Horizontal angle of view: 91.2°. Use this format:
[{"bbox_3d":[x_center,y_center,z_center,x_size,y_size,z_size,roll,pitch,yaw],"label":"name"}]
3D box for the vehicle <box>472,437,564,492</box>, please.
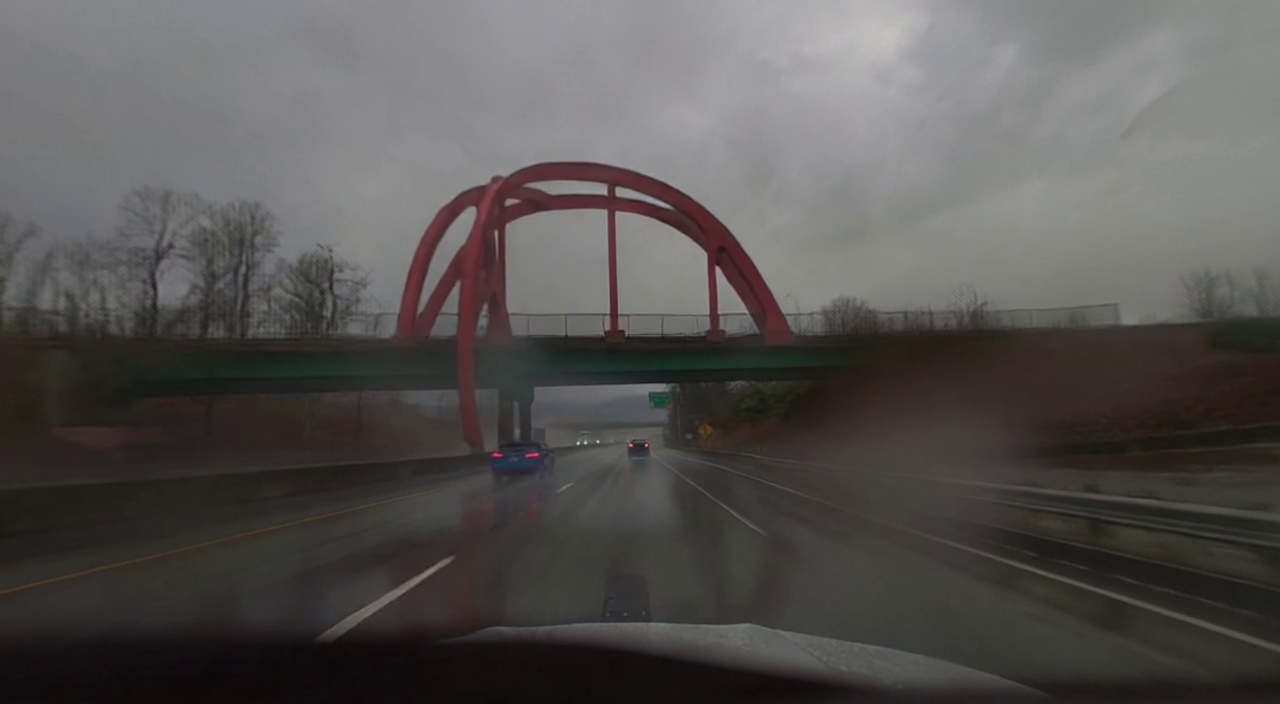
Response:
[{"bbox_3d":[-3.780,3.557,20.258,2.052,1.556,4.405,0,-8,0],"label":"vehicle"}]
